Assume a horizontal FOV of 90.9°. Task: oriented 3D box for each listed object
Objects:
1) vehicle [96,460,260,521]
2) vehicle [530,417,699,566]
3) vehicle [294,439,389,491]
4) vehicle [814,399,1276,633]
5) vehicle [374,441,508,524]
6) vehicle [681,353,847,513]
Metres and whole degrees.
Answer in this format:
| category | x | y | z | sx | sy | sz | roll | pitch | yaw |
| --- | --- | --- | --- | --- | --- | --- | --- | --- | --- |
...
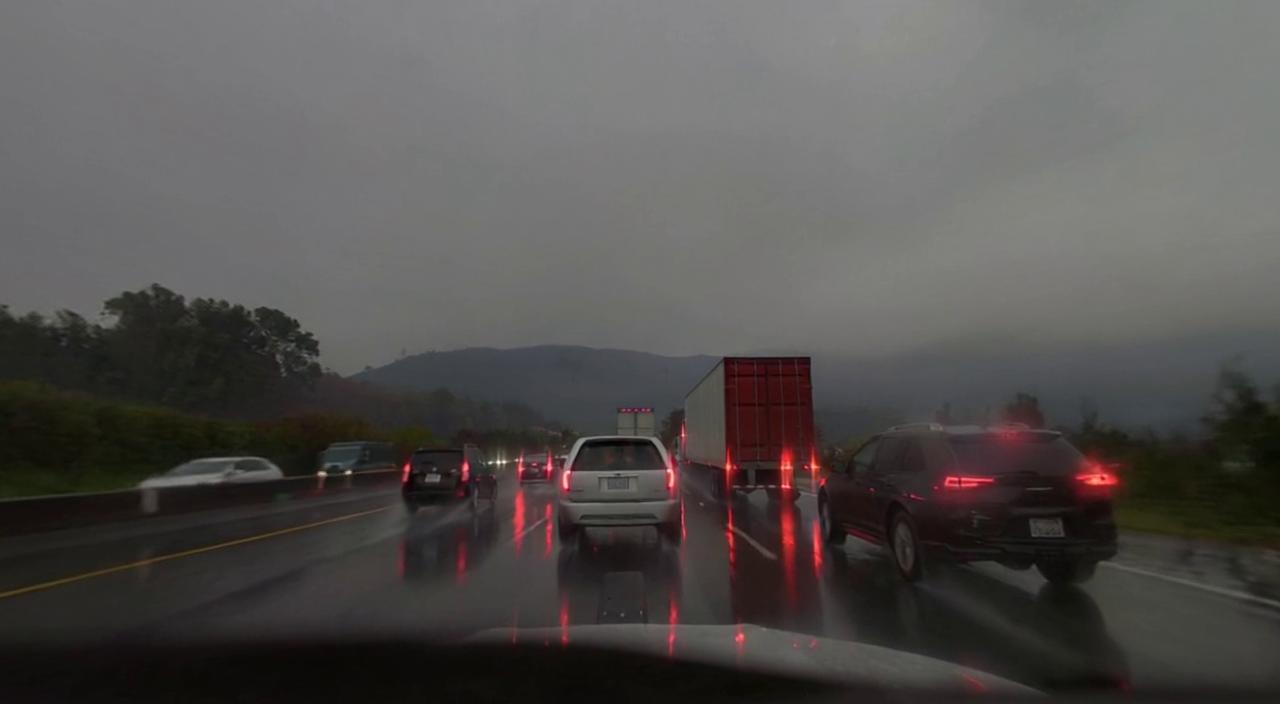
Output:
| category | x | y | z | sx | sy | sz | roll | pitch | yaw |
| --- | --- | --- | --- | --- | --- | --- | --- | --- | --- |
| vehicle | -12.507 | 3.739 | 17.389 | 1.756 | 1.423 | 3.590 | 0 | -9 | 0 |
| vehicle | -0.338 | 2.022 | 9.826 | 2.037 | 1.792 | 4.194 | 0 | -9 | -1 |
| vehicle | -16.708 | 6.351 | 35.781 | 2.312 | 2.629 | 6.031 | 0 | -9 | 1 |
| vehicle | 3.705 | 1.599 | 7.149 | 2.076 | 1.751 | 4.666 | 0 | -9 | 0 |
| vehicle | -4.368 | 2.911 | 14.533 | 1.789 | 1.620 | 3.841 | 0 | -9 | 1 |
| vehicle | 3.732 | 3.504 | 25.388 | 3.032 | 4.051 | 18.805 | 0 | -9 | 0 |
